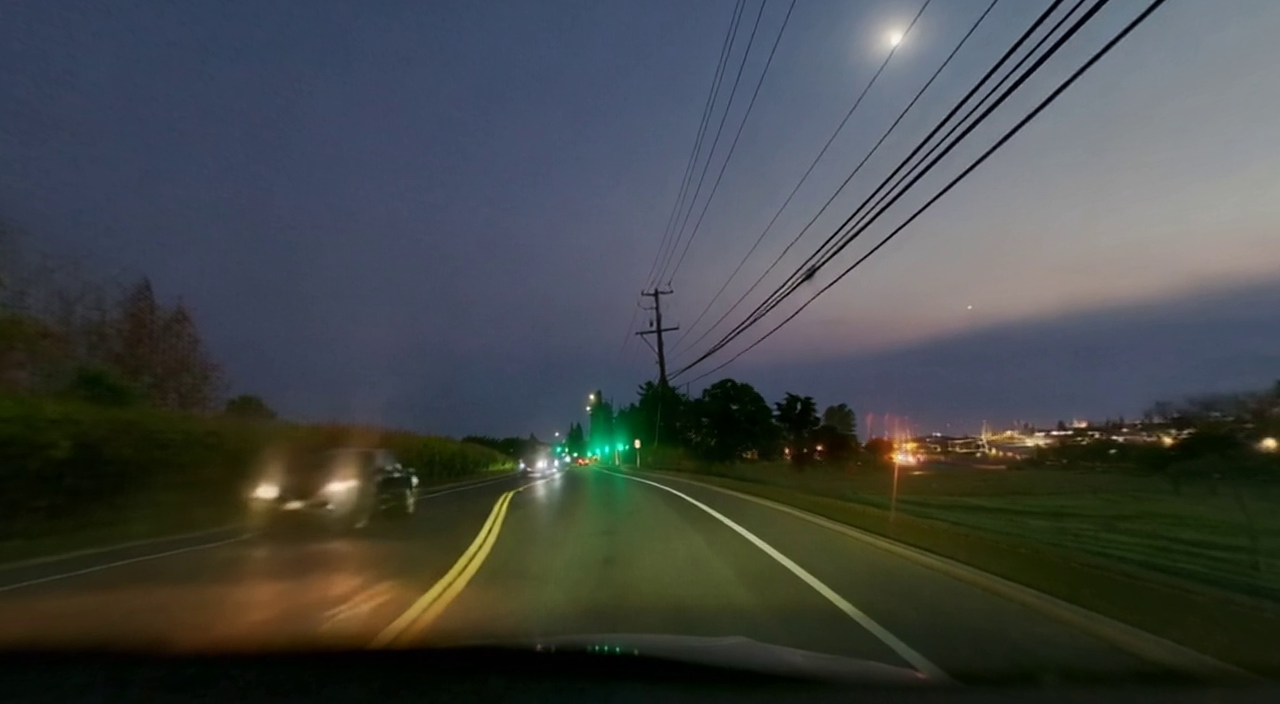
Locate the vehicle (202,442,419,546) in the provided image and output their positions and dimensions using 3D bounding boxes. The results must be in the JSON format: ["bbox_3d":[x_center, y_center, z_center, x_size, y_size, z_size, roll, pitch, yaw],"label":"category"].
[{"bbox_3d":[-6.758,2.910,13.808,2.220,1.817,4.839,0,-8,-1],"label":"vehicle"}]

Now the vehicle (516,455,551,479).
[{"bbox_3d":[-8.050,8.697,48.053,2.121,1.653,4.510,0,-8,-3],"label":"vehicle"}]
